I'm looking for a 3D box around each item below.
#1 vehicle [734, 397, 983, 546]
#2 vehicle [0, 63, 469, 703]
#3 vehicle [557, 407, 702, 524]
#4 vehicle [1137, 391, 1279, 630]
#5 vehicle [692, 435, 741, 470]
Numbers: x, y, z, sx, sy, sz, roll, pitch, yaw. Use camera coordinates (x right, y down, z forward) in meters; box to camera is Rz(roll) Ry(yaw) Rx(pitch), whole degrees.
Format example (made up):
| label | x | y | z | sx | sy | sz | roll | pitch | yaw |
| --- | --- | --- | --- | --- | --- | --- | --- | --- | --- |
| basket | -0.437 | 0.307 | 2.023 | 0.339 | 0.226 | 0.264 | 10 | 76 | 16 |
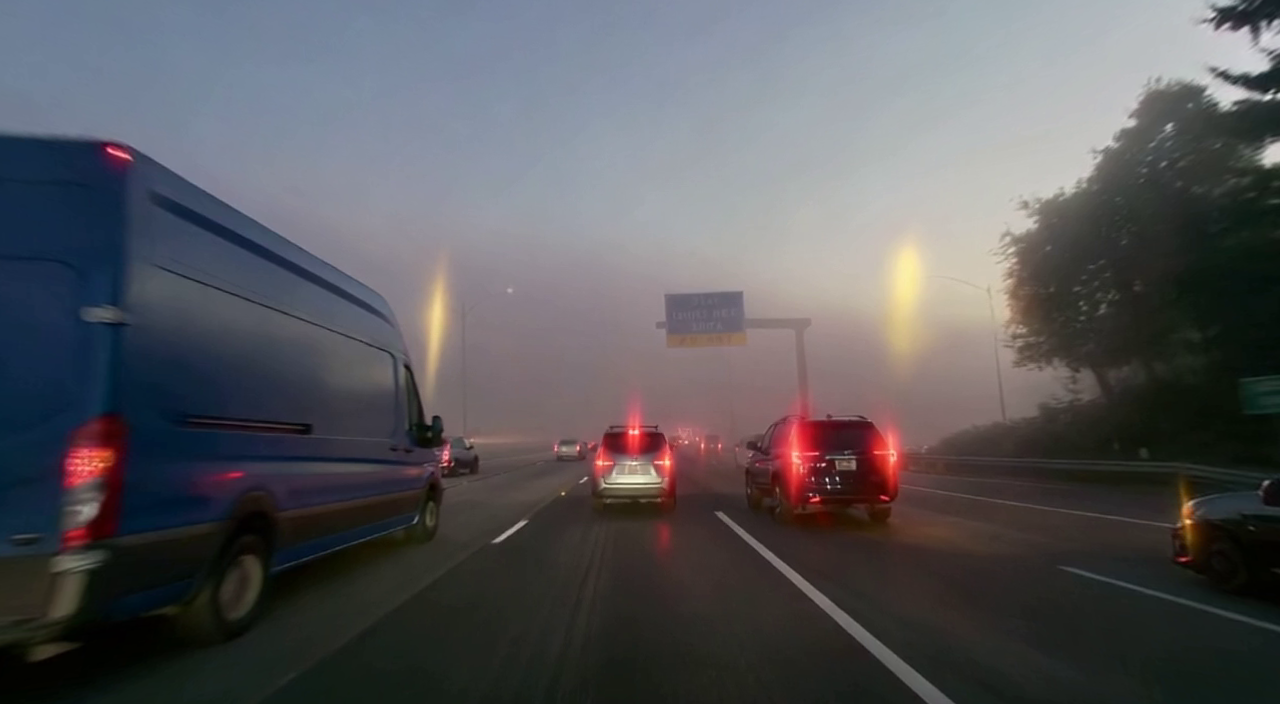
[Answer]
| label | x | y | z | sx | sy | sz | roll | pitch | yaw |
| --- | --- | --- | --- | --- | --- | --- | --- | --- | --- |
| vehicle | 3.193 | 1.916 | 10.715 | 2.341 | 1.890 | 5.144 | 1 | -8 | -1 |
| vehicle | -3.720 | 0.642 | 5.763 | 2.415 | 2.821 | 6.636 | 0 | -8 | 0 |
| vehicle | -0.144 | 2.116 | 12.210 | 2.287 | 1.823 | 4.369 | 0 | -8 | 0 |
| vehicle | 5.589 | 1.010 | 3.646 | 1.987 | 1.689 | 4.098 | 1 | -8 | -1 |
| vehicle | 3.969 | 5.310 | 33.531 | 2.064 | 1.720 | 4.416 | 0 | -8 | 0 |
